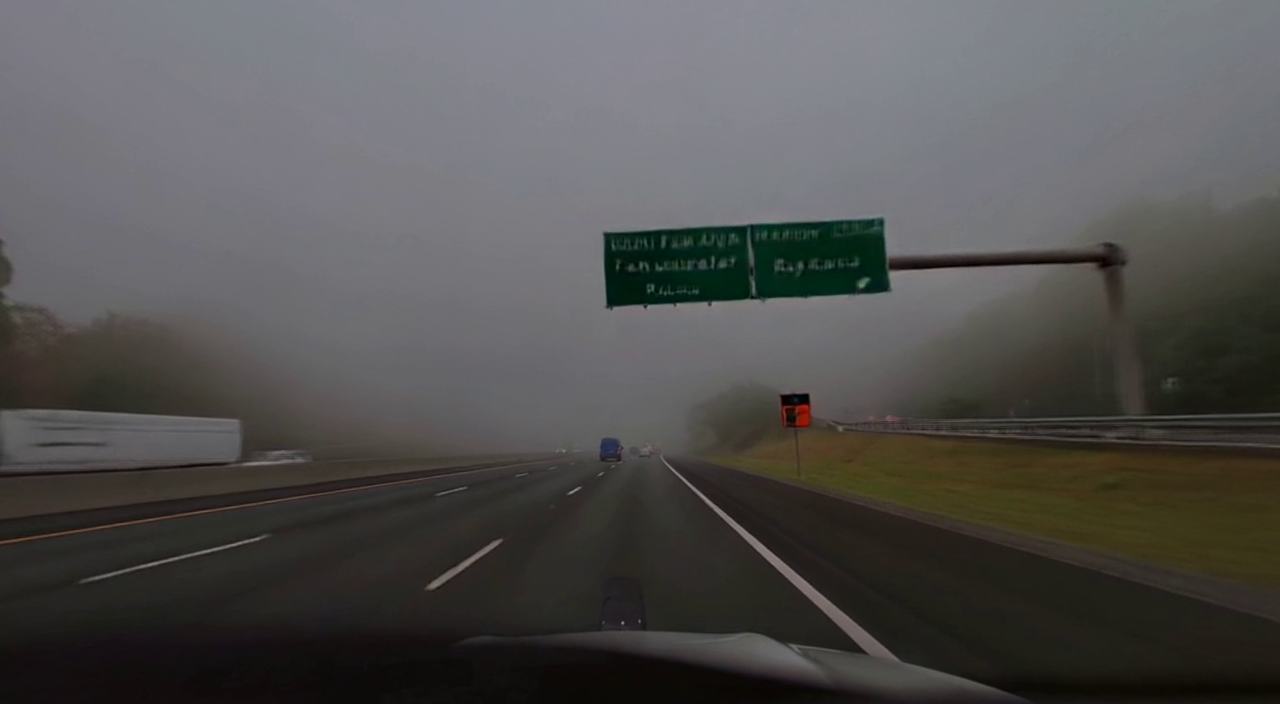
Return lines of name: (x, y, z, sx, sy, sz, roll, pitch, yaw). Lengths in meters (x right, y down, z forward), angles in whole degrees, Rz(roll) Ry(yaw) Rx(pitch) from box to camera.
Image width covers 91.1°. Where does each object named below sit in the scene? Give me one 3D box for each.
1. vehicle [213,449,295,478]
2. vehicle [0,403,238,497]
vehicle: (-25.007, 7.218, 40.905, 2.041, 1.728, 4.935, 0, -8, 2)
vehicle: (-30.035, 5.546, 35.955, 2.908, 4.172, 16.531, 0, -8, 1)
